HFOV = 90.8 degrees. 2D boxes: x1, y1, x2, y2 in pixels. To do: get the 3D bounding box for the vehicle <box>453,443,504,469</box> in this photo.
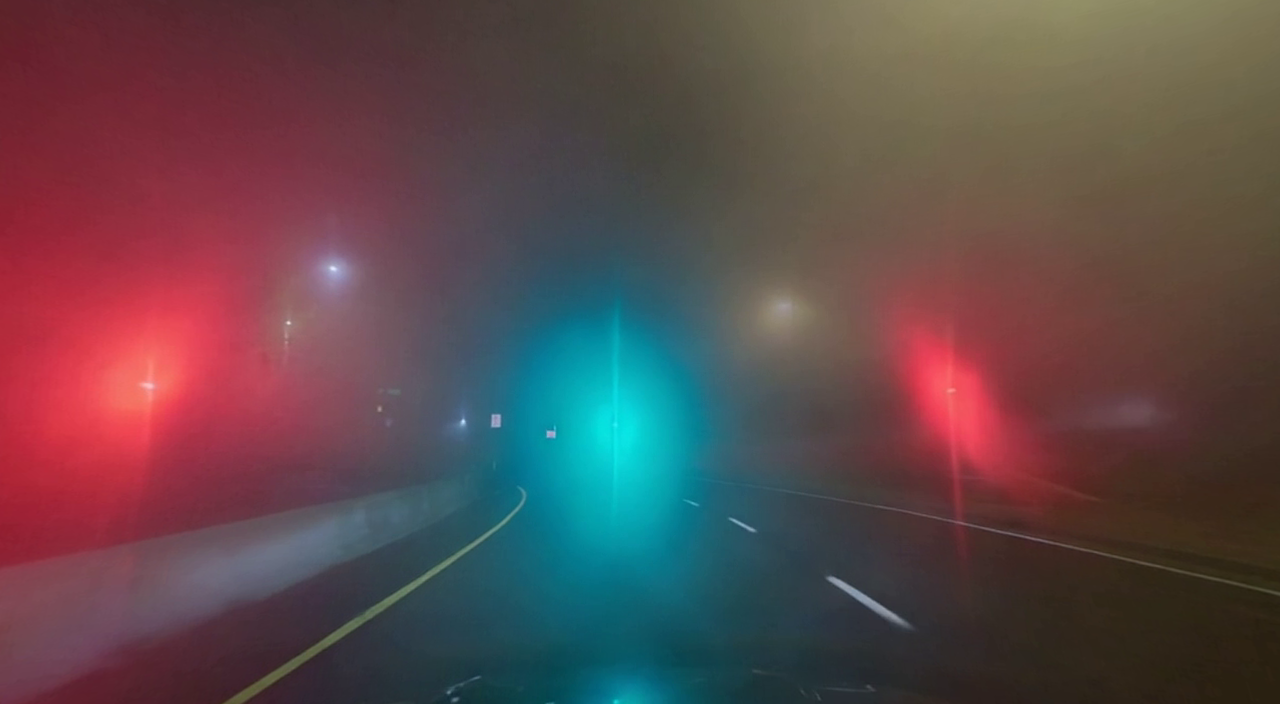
[{"bbox_3d":[-10.480,6.650,40.676,2.163,1.537,4.368,5,-10,-27],"label":"vehicle"}]
